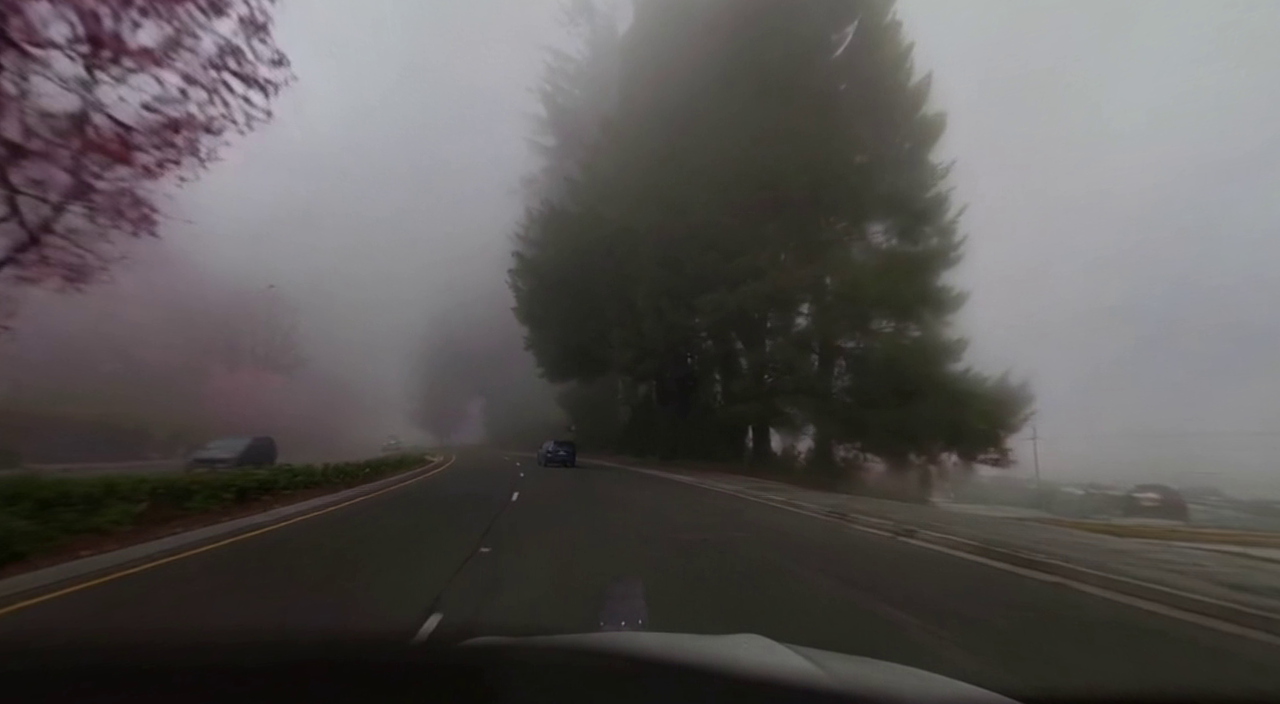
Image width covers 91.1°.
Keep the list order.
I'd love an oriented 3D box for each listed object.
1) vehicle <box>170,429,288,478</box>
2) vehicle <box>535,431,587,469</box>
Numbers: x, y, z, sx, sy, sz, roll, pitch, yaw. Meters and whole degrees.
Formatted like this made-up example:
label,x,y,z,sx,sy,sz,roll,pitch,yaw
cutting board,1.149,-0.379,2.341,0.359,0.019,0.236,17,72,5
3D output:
label,x,y,z,sx,sy,sz,roll,pitch,yaw
vehicle,-16.065,3.984,24.877,2.172,1.738,4.617,1,-9,-10
vehicle,-4.202,5.106,32.826,2.166,1.828,4.607,2,-9,-13
